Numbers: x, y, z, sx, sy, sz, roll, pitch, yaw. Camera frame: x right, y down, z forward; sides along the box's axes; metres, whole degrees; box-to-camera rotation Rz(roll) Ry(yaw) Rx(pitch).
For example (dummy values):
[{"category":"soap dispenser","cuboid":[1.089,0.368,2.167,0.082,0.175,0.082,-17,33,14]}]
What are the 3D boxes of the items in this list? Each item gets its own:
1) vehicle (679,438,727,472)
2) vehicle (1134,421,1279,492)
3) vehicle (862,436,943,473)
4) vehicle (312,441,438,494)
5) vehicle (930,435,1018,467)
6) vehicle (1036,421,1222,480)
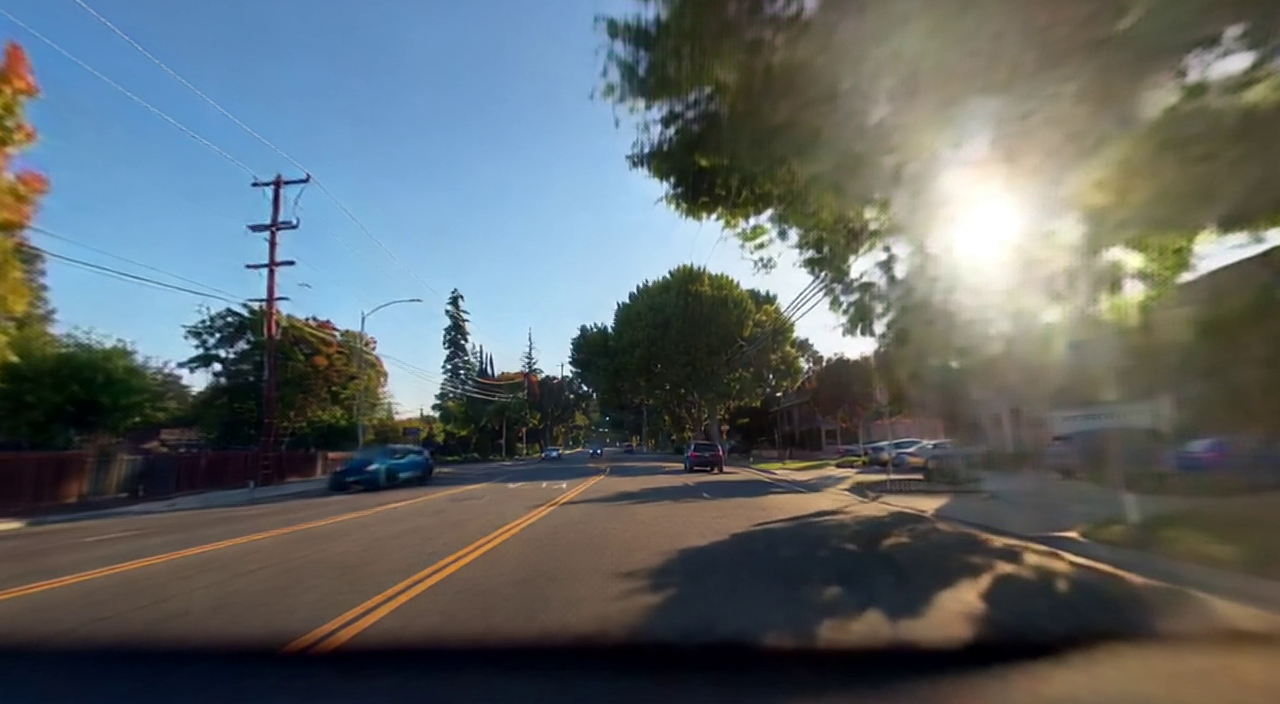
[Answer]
[{"category":"vehicle","cuboid":[3.583,5.986,36.877,2.144,1.843,4.827,0,-9,-2]},{"category":"vehicle","cuboid":[15.221,2.535,15.658,4.135,1.558,1.929,-2,-8,2]},{"category":"vehicle","cuboid":[12.359,4.847,30.044,1.970,1.561,4.725,-1,-9,3]},{"category":"vehicle","cuboid":[-8.924,3.916,21.737,2.179,1.613,4.516,-1,-9,3]},{"category":"vehicle","cuboid":[16.065,4.798,30.600,1.747,1.405,4.372,0,-9,-2]},{"category":"vehicle","cuboid":[16.442,3.354,21.437,4.329,1.682,2.240,-3,-9,2]}]
